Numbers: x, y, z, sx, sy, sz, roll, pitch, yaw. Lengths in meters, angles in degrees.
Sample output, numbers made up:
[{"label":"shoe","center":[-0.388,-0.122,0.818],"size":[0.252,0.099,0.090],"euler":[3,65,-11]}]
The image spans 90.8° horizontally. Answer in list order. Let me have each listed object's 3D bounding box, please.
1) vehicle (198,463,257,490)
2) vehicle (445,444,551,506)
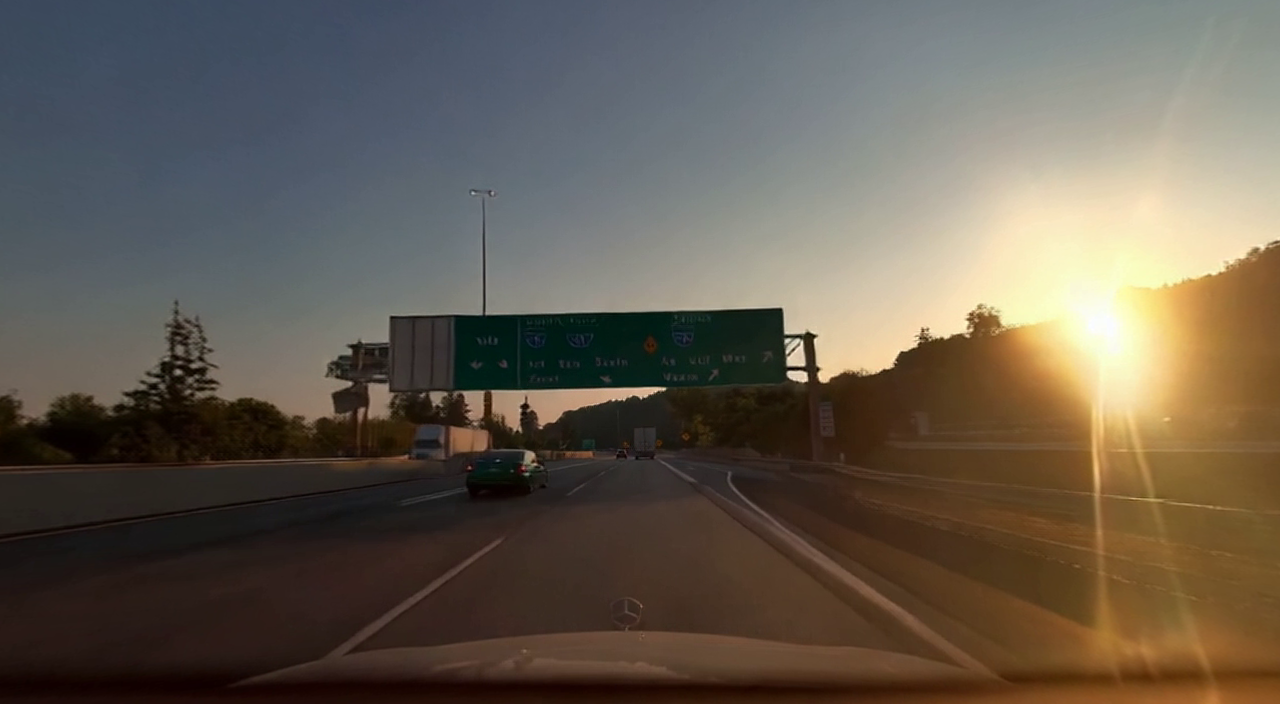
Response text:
[{"label":"vehicle","center":[-26.860,8.082,41.230],"size":[1.764,1.526,4.237],"euler":[2,-9,-12]},{"label":"vehicle","center":[-3.718,3.299,17.303],"size":[1.886,1.465,4.119],"euler":[0,-9,1]}]
